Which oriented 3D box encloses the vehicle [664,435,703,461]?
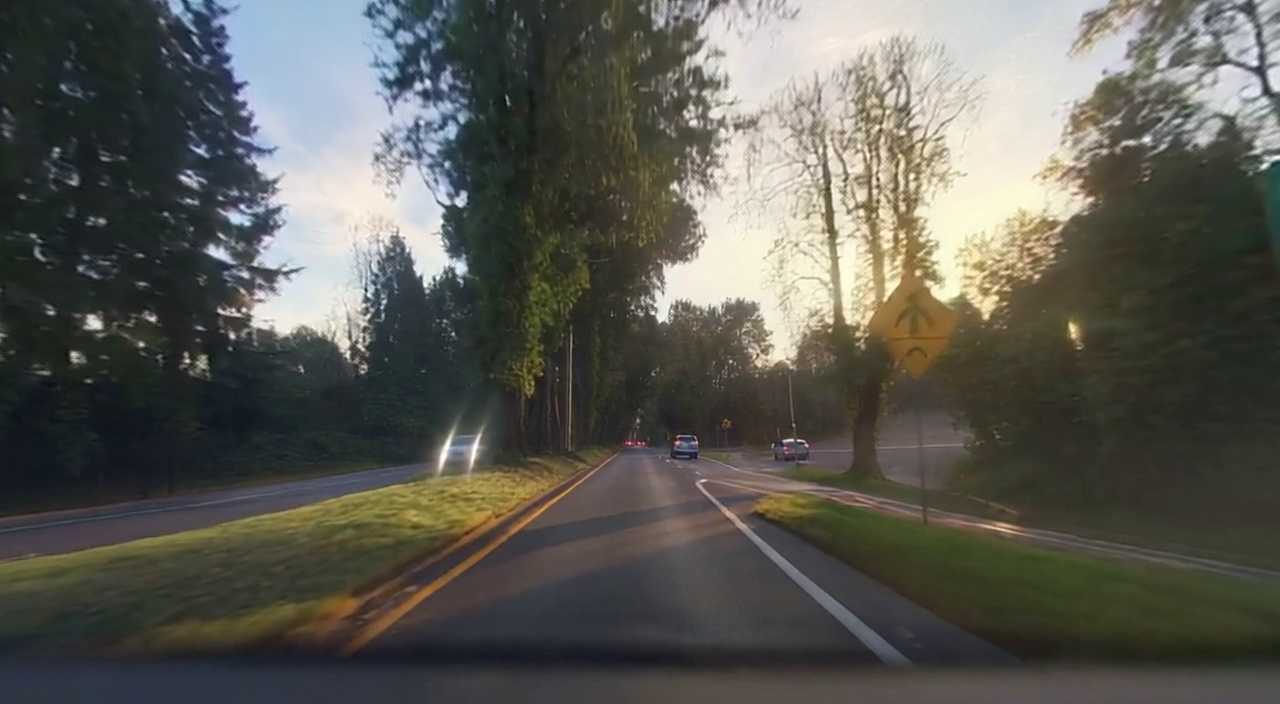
[{"bbox_3d":[3.090,6.951,45.947,2.183,1.744,4.424,0,-8,-4],"label":"vehicle"}]

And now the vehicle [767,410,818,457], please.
[{"bbox_3d":[10.915,5.893,45.433,3.250,3.147,4.411,-3,-9,13],"label":"vehicle"}]
